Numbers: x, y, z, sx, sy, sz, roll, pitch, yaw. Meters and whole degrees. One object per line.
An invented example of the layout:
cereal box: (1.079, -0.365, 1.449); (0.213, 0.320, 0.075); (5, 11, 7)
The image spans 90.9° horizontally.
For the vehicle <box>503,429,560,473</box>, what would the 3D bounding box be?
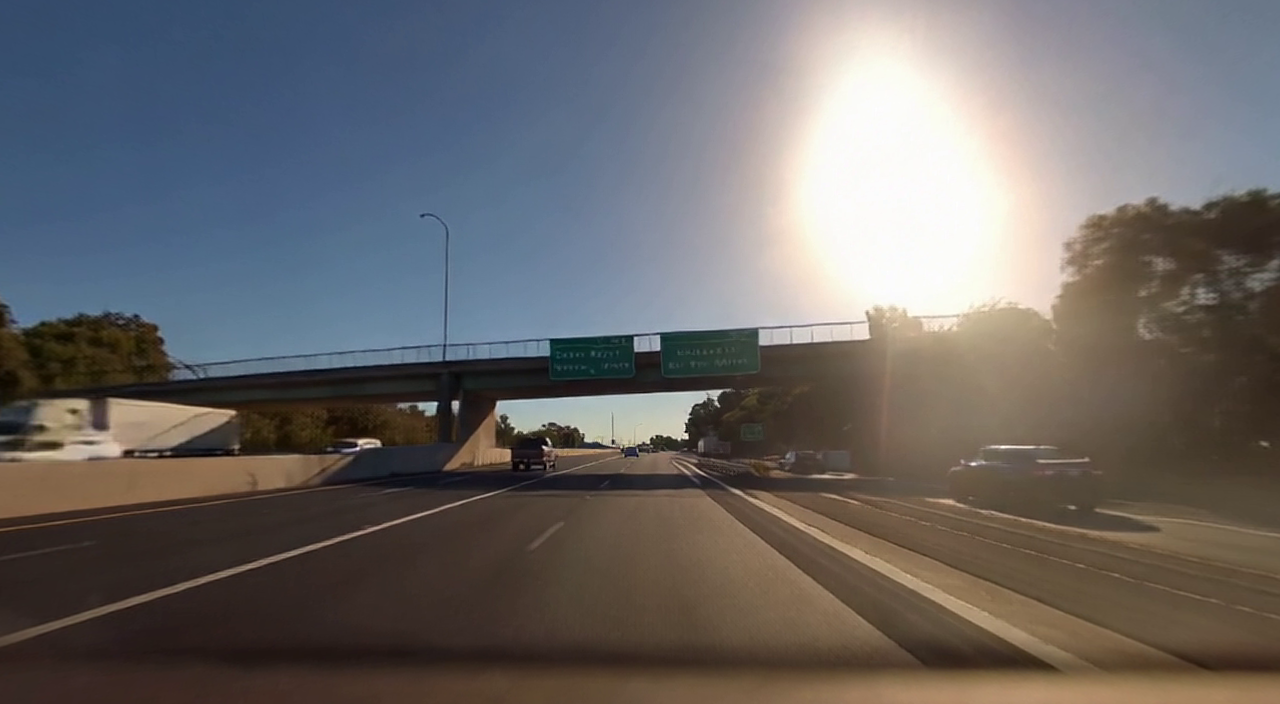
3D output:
vehicle: (-6.364, 5.891, 37.664); (2.264, 2.379, 5.248); (0, -8, 2)

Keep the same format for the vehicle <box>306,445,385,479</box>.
vehicle: (-16.171, 6.021, 34.947); (2.051, 1.715, 4.579); (0, -8, 2)

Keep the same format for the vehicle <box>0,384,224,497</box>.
vehicle: (-19.858, 3.320, 23.584); (3.085, 3.485, 7.854); (0, -8, 1)

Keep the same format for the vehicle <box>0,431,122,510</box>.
vehicle: (-16.208, 2.964, 15.925); (2.074, 1.862, 4.805); (0, -8, 1)

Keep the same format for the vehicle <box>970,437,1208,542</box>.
vehicle: (9.548, 2.891, 14.025); (2.146, 1.929, 4.388); (-1, -8, 3)

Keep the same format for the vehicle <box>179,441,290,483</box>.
vehicle: (-24.230, 6.551, 38.094); (2.412, 2.274, 6.038); (-1, -8, 3)
